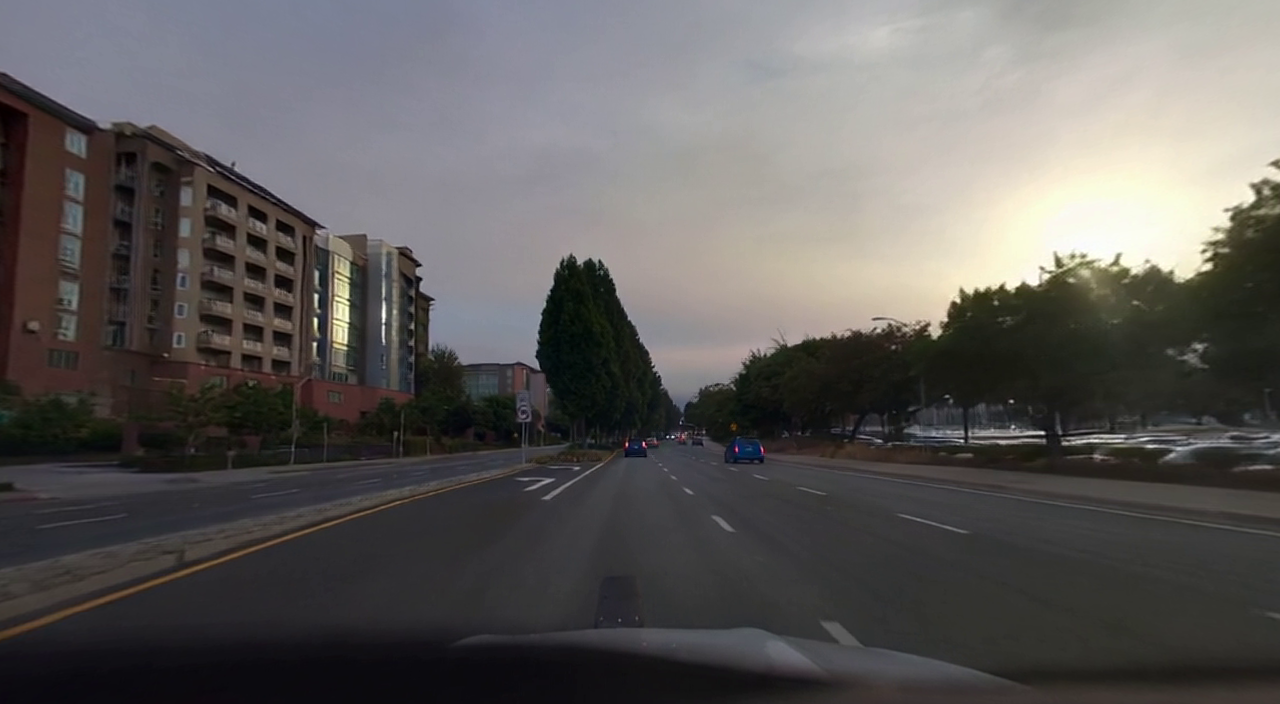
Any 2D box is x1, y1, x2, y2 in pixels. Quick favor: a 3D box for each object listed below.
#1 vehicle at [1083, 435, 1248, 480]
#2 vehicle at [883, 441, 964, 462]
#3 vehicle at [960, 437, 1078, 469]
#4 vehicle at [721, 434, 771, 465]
[{"bbox_3d":[20.009,4.011,24.130,4.485,1.608,1.955,0,-9,0],"label":"vehicle"},{"bbox_3d":[19.741,6.948,43.952,4.653,1.438,1.939,0,-9,-2],"label":"vehicle"},{"bbox_3d":[19.129,5.125,31.948,4.644,1.552,1.980,-1,-9,4],"label":"vehicle"},{"bbox_3d":[6.568,6.100,39.517,2.136,1.799,4.796,0,-9,-2],"label":"vehicle"}]
